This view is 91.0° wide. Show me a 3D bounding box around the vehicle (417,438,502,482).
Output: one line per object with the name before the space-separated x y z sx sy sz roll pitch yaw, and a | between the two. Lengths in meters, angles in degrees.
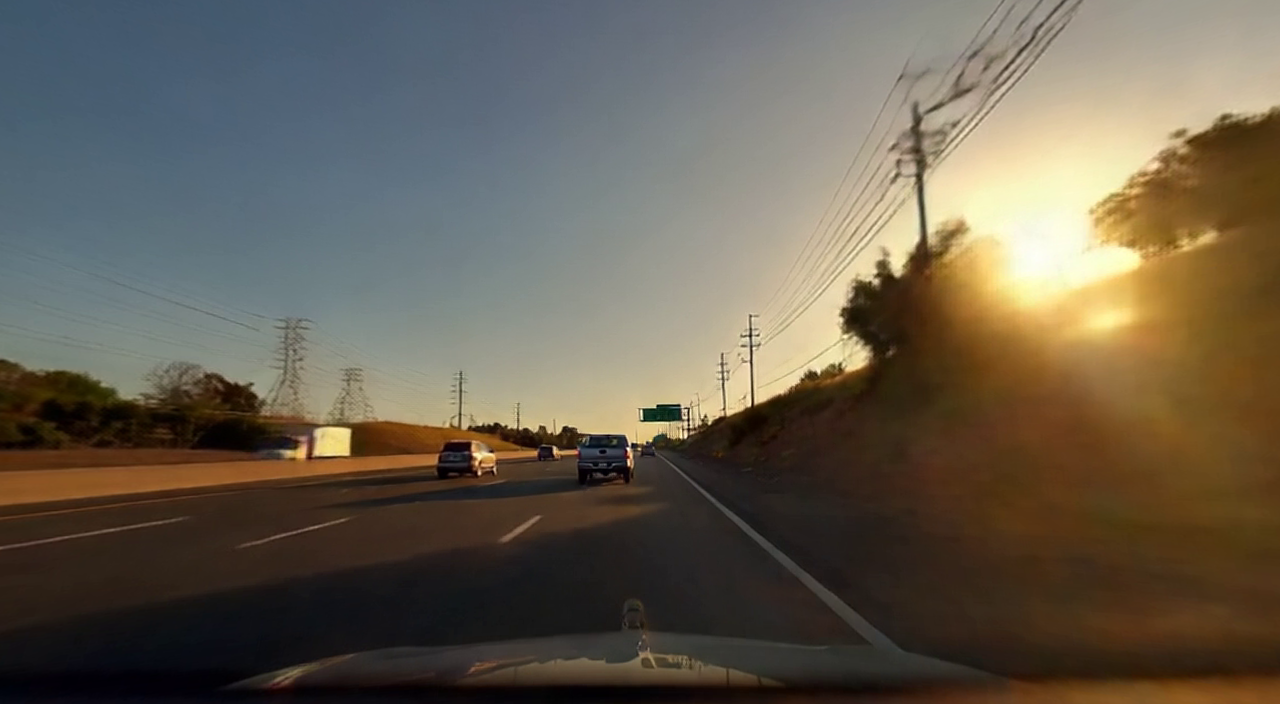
vehicle | -7.158 4.322 25.469 2.055 1.618 4.457 0 -9 1

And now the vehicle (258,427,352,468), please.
vehicle | -20.184 5.807 38.349 2.294 2.243 6.159 0 -9 0

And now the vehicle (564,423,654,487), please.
vehicle | -1.008 3.869 23.975 2.972 2.087 6.126 0 -9 0
